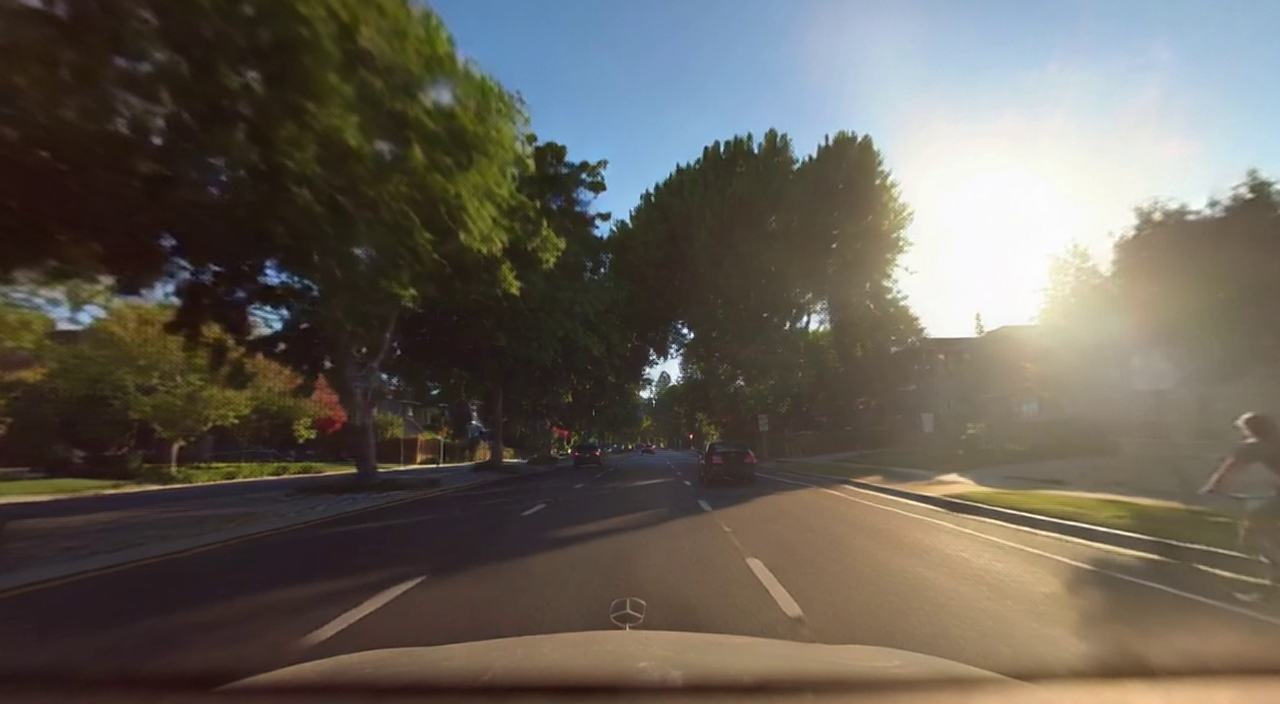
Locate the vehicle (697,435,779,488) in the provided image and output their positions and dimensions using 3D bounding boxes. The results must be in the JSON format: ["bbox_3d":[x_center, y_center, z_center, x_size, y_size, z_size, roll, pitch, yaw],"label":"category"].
[{"bbox_3d":[3.037,3.516,20.524,1.992,1.511,4.464,0,-9,0],"label":"vehicle"}]

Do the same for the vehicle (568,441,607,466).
[{"bbox_3d":[-3.274,6.494,40.288,2.011,1.480,4.517,0,-9,1],"label":"vehicle"}]
